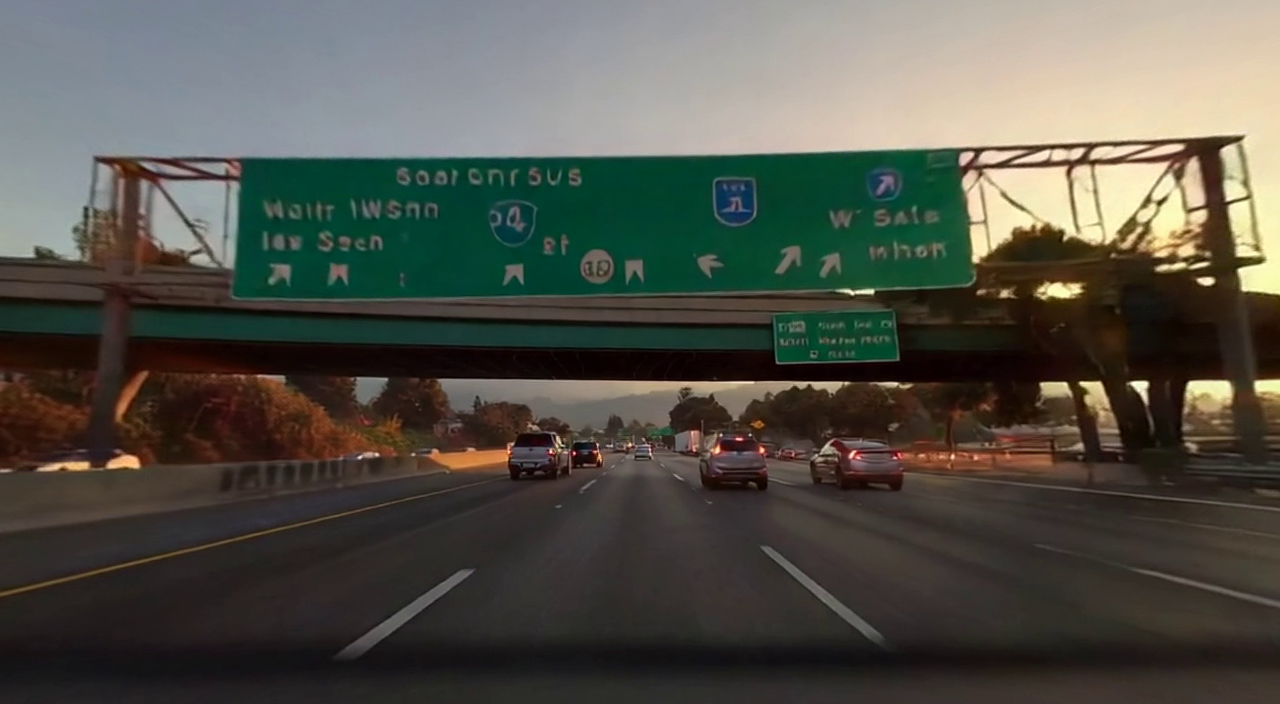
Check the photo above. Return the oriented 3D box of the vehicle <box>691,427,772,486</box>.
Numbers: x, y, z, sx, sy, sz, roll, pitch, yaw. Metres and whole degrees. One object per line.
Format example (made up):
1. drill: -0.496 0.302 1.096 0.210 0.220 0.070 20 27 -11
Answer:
1. vehicle: 2.918 3.442 20.978 2.181 1.728 3.970 0 -9 1

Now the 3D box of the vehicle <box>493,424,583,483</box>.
1. vehicle: -3.365 3.501 21.830 2.199 1.777 4.790 0 -9 1

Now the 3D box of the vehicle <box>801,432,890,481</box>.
1. vehicle: 7.727 3.962 24.101 2.022 1.682 4.226 0 -9 1

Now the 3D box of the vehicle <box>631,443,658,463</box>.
1. vehicle: 0.347 8.016 49.938 2.047 1.493 3.890 1 -9 0

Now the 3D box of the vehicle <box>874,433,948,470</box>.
1. vehicle: 13.783 5.100 32.346 2.010 1.765 4.375 0 -9 3

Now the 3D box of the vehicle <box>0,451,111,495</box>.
1. vehicle: -24.109 4.727 24.998 1.968 1.518 4.676 0 -9 2
